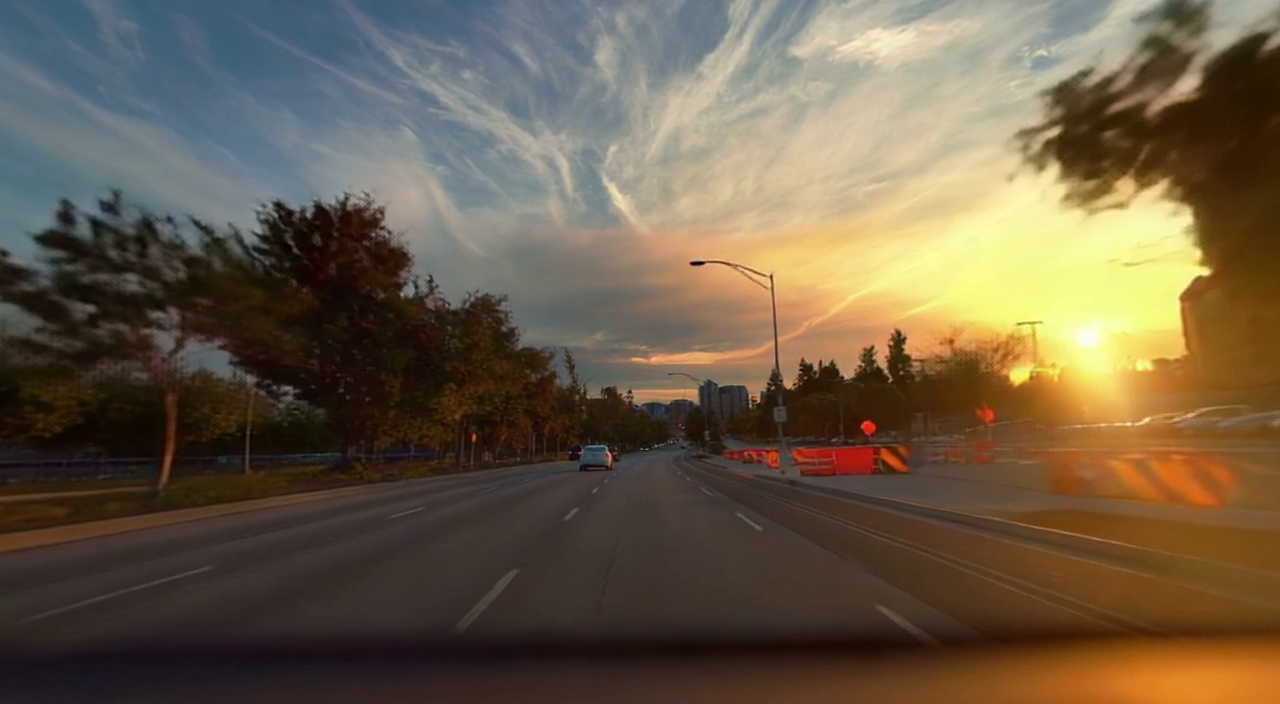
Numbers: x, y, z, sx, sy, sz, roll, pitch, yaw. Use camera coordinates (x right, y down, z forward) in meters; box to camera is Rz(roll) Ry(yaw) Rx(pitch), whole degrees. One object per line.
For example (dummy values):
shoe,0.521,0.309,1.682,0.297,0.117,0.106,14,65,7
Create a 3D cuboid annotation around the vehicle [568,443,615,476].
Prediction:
vehicle,-2.573,5.788,34.237,2.121,1.654,3.993,0,-8,2
